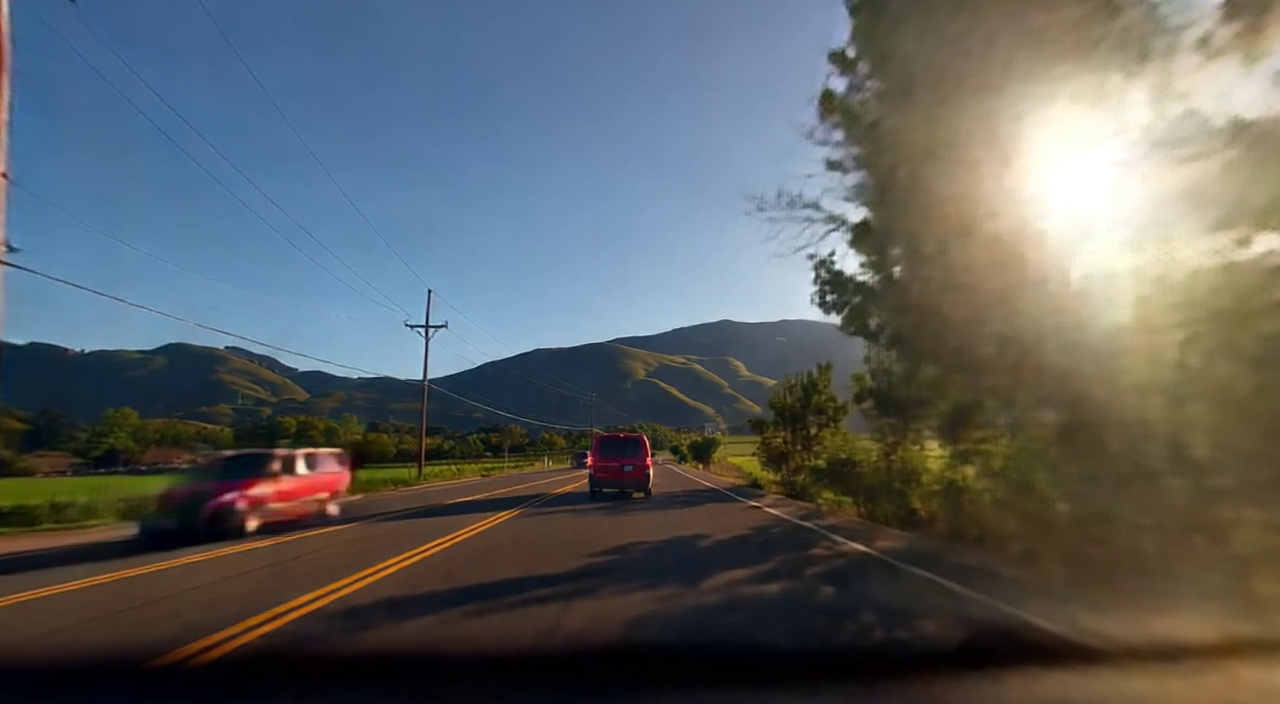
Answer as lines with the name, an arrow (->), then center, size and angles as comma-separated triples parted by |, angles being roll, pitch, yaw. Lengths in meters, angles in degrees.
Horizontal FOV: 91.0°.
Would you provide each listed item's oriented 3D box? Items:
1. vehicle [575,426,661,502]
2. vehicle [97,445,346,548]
vehicle -> -0.659, 3.554, 20.340 | 2.454, 2.144, 4.535 | 0, -9, -1
vehicle -> -9.300, 3.166, 14.727 | 2.089, 1.946, 4.979 | -1, -9, 5
